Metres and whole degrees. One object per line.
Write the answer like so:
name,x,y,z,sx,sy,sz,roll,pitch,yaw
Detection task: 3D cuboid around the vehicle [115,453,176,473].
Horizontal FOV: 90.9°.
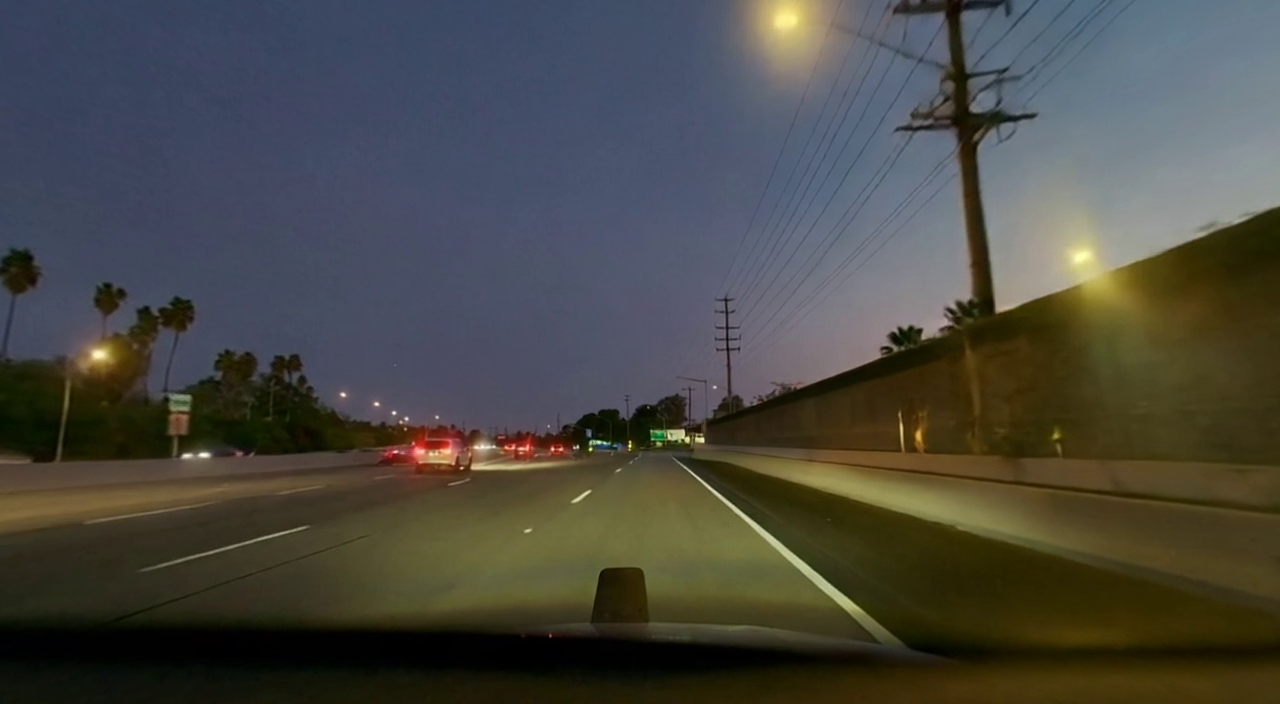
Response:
vehicle,-38.637,8.687,49.392,1.688,1.415,3.958,0,-8,-3

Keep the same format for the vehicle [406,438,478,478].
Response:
vehicle,-8.578,4.591,27.658,2.029,1.609,3.935,0,-8,-3
